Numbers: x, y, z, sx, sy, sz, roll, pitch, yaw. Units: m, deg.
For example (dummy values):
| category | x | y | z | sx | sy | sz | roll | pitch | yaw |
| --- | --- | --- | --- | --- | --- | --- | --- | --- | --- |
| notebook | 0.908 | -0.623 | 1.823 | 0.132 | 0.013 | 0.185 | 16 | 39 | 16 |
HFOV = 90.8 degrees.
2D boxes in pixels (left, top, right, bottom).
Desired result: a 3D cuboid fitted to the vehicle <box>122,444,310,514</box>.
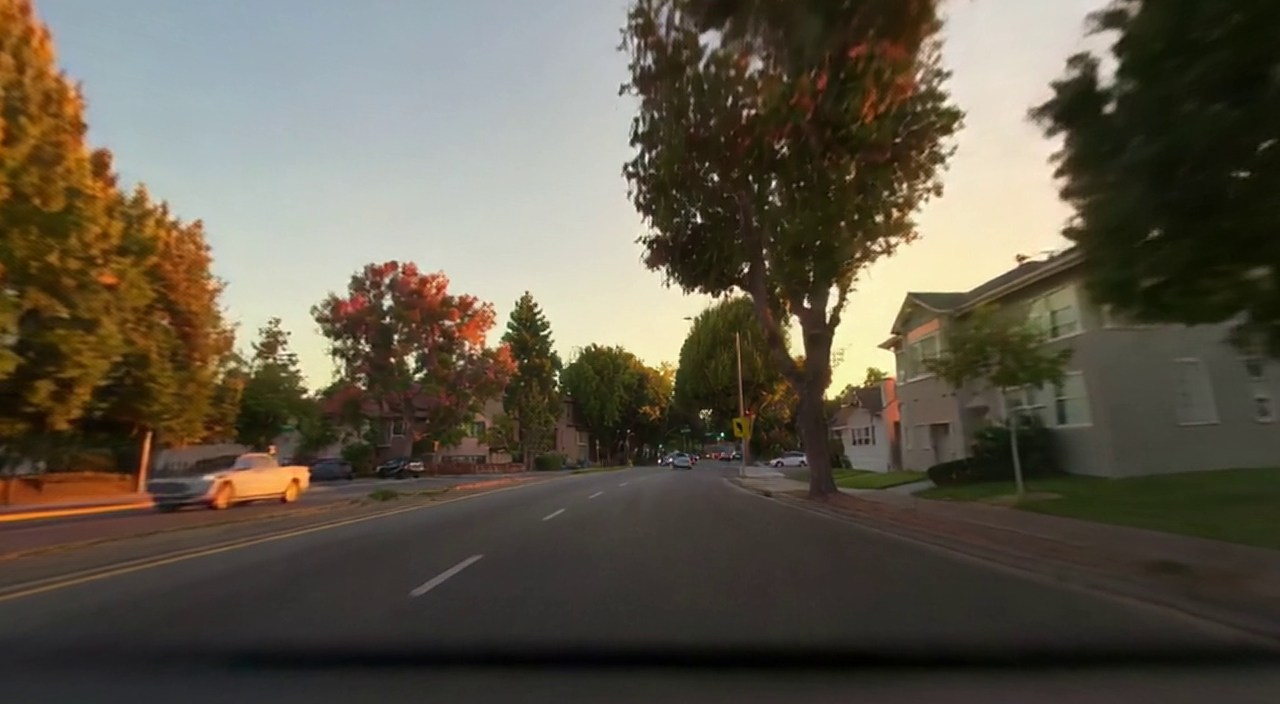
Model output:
| category | x | y | z | sx | sy | sz | roll | pitch | yaw |
| --- | --- | --- | --- | --- | --- | --- | --- | --- | --- |
| vehicle | -12.589 | 3.777 | 19.268 | 2.113 | 1.788 | 4.701 | -3 | -9 | 7 |

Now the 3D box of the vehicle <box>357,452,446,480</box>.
| category | x | y | z | sx | sy | sz | roll | pitch | yaw |
| --- | --- | --- | --- | --- | --- | --- | --- | --- | --- |
| vehicle | -18.322 | 8.770 | 48.799 | 5.938 | 2.098 | 2.333 | 1 | -9 | -7 |

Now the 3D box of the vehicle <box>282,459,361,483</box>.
| category | x | y | z | sx | sy | sz | roll | pitch | yaw |
| --- | --- | --- | --- | --- | --- | --- | --- | --- | --- |
| vehicle | -24.162 | 9.027 | 48.050 | 4.861 | 1.784 | 1.947 | 1 | -9 | -7 |
